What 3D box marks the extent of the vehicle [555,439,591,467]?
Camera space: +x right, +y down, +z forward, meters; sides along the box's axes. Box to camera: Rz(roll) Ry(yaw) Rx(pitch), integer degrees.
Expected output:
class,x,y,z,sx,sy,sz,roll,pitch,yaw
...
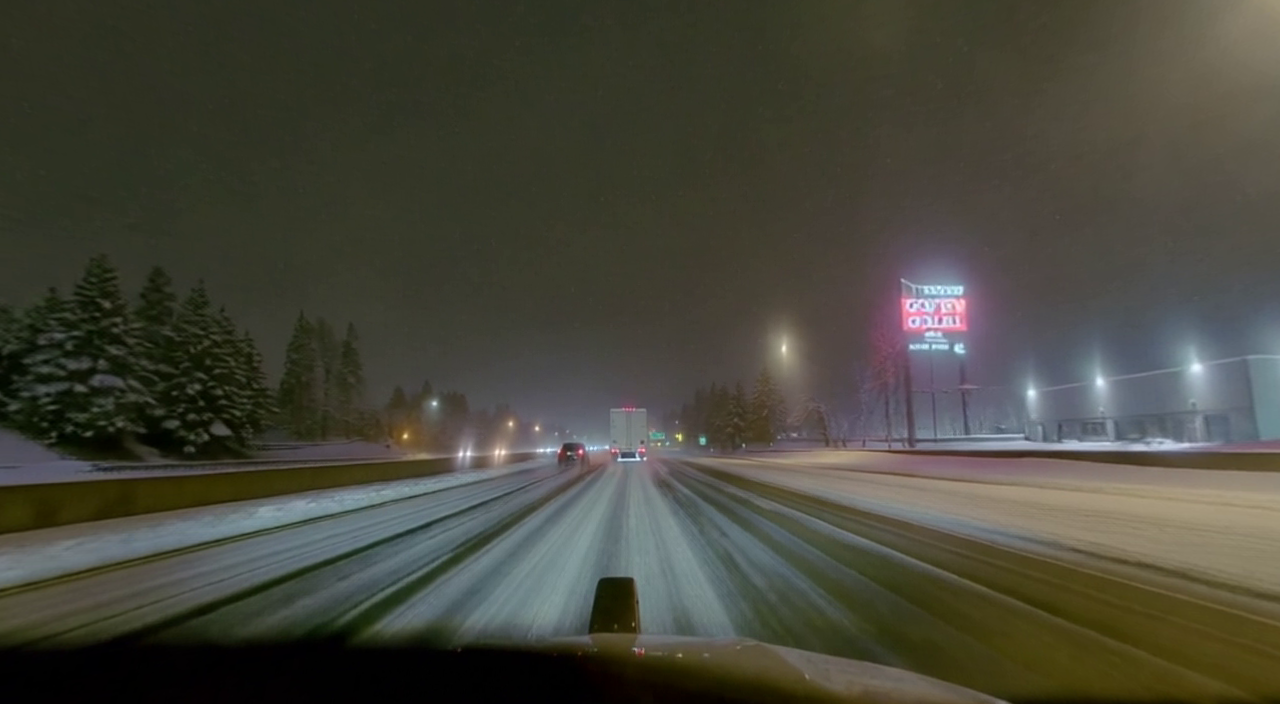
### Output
class,x,y,z,sx,sy,sz,roll,pitch,yaw
vehicle,-4.794,7.332,45.933,2.095,1.930,4.680,0,-9,0

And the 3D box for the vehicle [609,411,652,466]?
class,x,y,z,sx,sy,sz,roll,pitch,yaw
vehicle,-0.635,6.859,49.488,3.000,3.786,11.740,0,-9,0
